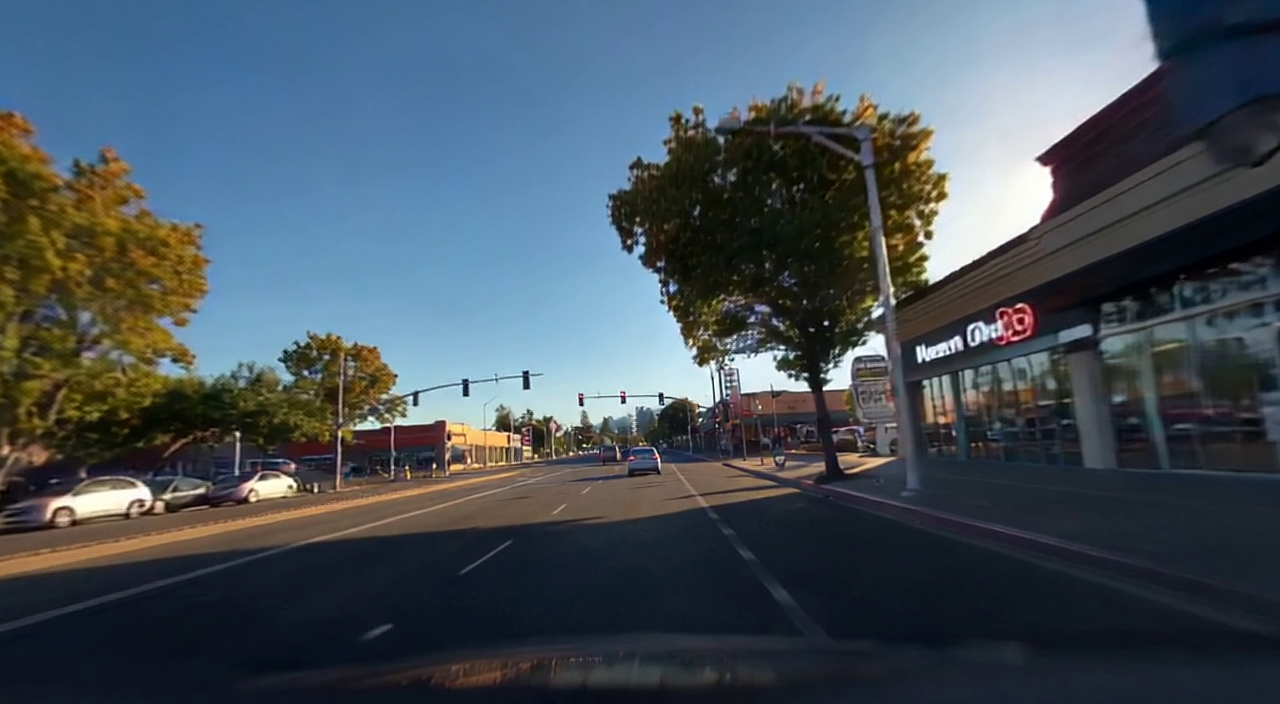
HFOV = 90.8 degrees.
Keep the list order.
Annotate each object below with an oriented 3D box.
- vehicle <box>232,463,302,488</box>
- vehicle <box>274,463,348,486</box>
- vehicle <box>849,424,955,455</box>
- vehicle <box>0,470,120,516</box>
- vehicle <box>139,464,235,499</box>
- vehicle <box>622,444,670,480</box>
[{"bbox_3d":[-25.845,8.557,43.851,3.790,1.515,1.704,8,-12,-43],"label":"vehicle"},{"bbox_3d":[-25.153,9.346,48.381,2.007,1.466,4.543,-8,-12,42],"label":"vehicle"},{"bbox_3d":[13.284,4.463,32.226,4.466,1.553,2.060,0,-8,-1],"label":"vehicle"},{"bbox_3d":[-24.876,5.907,26.627,4.310,1.663,1.881,6,-10,-35],"label":"vehicle"},{"bbox_3d":[-25.660,7.326,35.984,4.256,1.697,1.817,5,-10,-32],"label":"vehicle"},{"bbox_3d":[0.287,4.834,28.076,1.977,1.451,4.032,-1,-9,1],"label":"vehicle"}]
